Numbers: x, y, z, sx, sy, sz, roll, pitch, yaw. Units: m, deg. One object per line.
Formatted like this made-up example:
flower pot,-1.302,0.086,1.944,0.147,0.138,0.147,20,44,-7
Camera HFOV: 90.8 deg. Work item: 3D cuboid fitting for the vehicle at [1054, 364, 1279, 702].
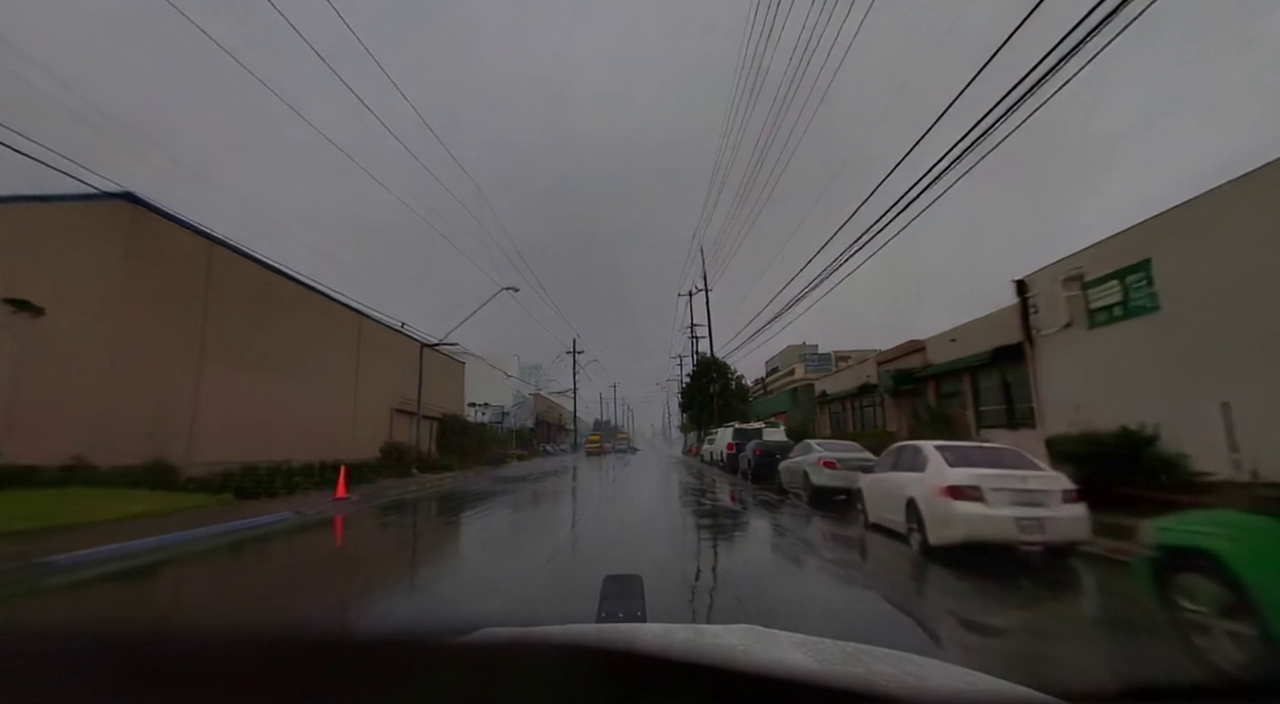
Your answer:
vehicle,4.392,0.807,2.338,2.009,1.776,5.440,0,-8,0

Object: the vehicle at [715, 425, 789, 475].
vehicle,4.932,4.434,28.768,2.425,1.977,5.915,-1,-8,2

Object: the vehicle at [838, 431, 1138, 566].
vehicle,4.557,1.956,9.332,1.878,1.455,4.671,-1,-8,2
